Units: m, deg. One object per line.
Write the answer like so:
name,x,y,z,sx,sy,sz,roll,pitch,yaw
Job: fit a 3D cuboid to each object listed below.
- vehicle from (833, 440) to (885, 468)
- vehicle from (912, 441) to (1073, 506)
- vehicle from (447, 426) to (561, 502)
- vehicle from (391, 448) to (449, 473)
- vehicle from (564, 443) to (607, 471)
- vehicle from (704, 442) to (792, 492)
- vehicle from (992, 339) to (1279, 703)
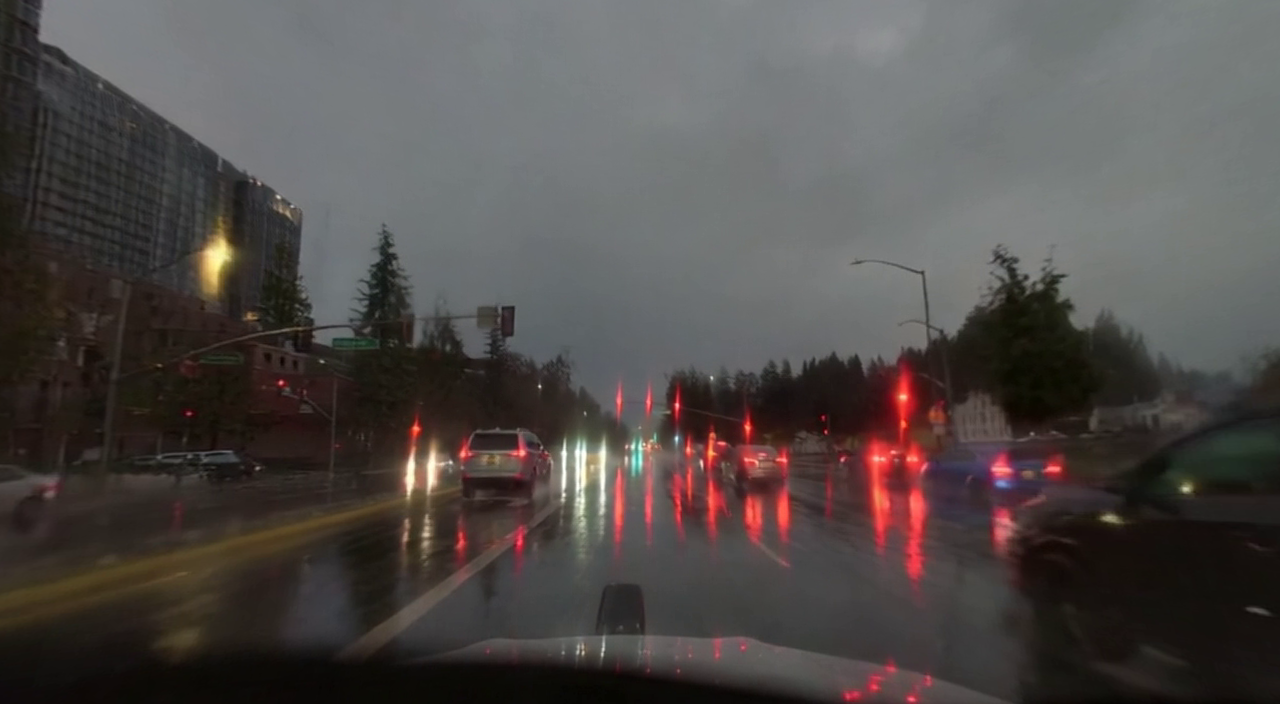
vehicle,13.644,6.300,39.249,2.173,1.614,4.335,-5,-10,29
vehicle,9.079,3.146,16.779,1.884,1.478,4.164,0,-9,0
vehicle,-3.512,2.982,17.142,2.155,1.797,3.989,0,-9,1
vehicle,-14.099,6.958,40.821,1.919,1.475,4.467,-1,-9,4
vehicle,-3.001,5.899,35.674,2.032,1.442,4.336,0,-9,0
vehicle,3.472,3.806,21.305,2.054,1.473,4.511,0,-9,-2
vehicle,3.673,0.767,2.184,2.152,1.742,4.704,0,-9,0
